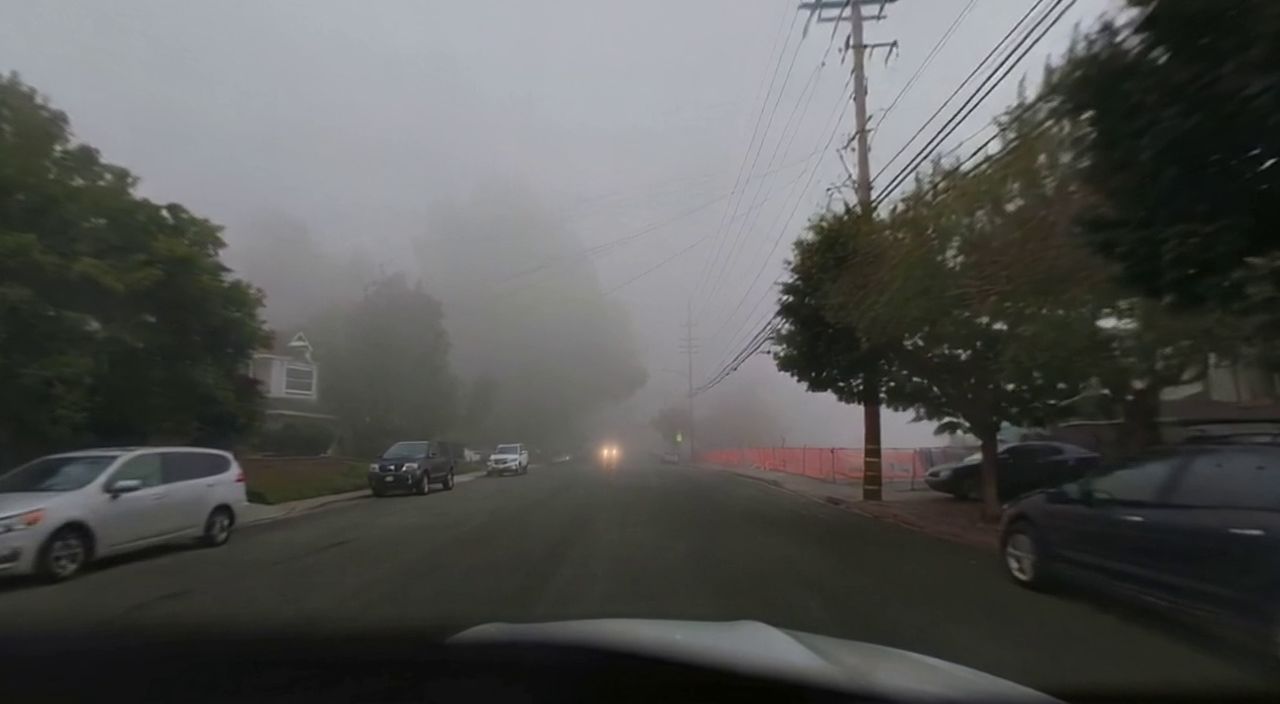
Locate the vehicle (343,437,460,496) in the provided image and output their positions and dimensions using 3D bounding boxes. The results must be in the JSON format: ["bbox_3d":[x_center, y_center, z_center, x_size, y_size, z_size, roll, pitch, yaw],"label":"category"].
[{"bbox_3d":[-7.714,3.733,21.001,2.019,1.723,4.650,0,-9,1],"label":"vehicle"}]

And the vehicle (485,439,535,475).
[{"bbox_3d":[-6.843,5.603,33.642,1.932,1.743,4.079,-2,-9,-2],"label":"vehicle"}]

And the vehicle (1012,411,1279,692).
[{"bbox_3d":[4.520,1.126,3.640,2.052,1.514,4.577,0,-9,1],"label":"vehicle"}]

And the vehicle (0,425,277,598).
[{"bbox_3d":[-6.843,1.792,7.870,1.934,1.552,4.636,2,-10,-2],"label":"vehicle"}]
